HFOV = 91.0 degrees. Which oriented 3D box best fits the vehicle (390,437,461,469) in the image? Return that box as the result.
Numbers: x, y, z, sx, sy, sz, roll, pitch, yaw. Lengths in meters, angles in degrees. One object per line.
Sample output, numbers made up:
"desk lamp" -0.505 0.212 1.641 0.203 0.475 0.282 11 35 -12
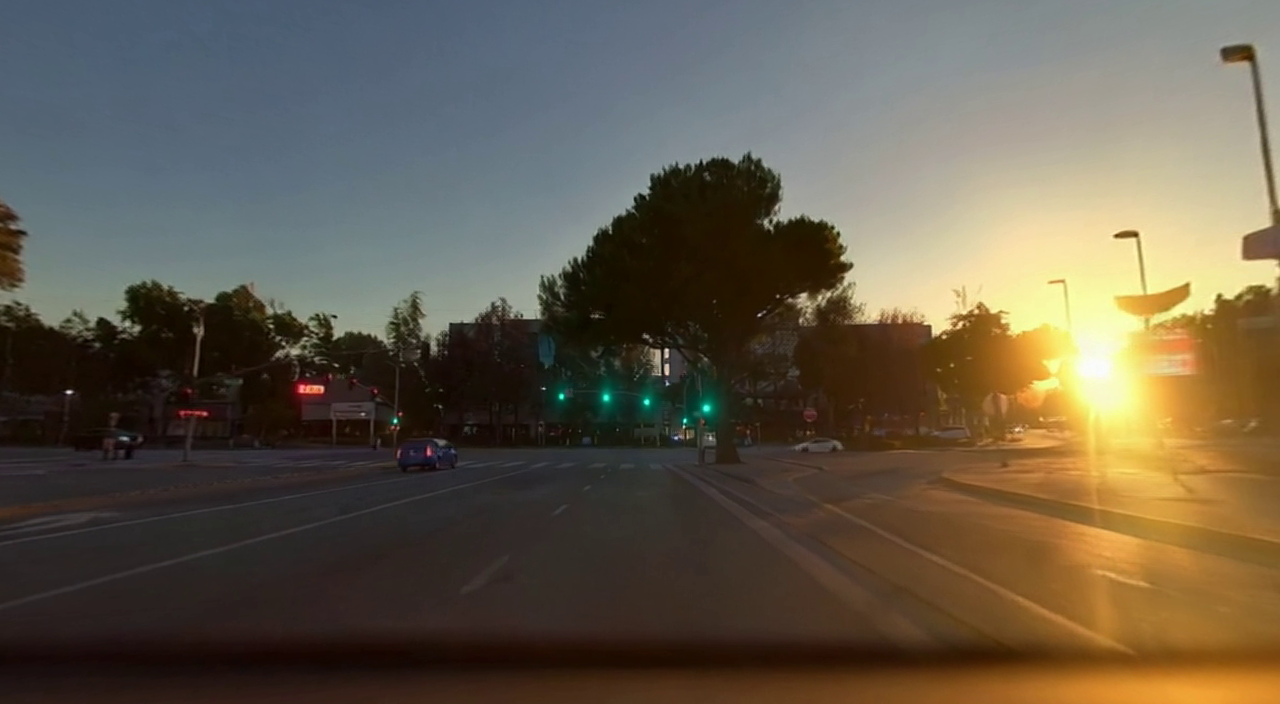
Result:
"vehicle" -10.721 5.095 31.851 1.924 1.502 4.727 0 -9 0
